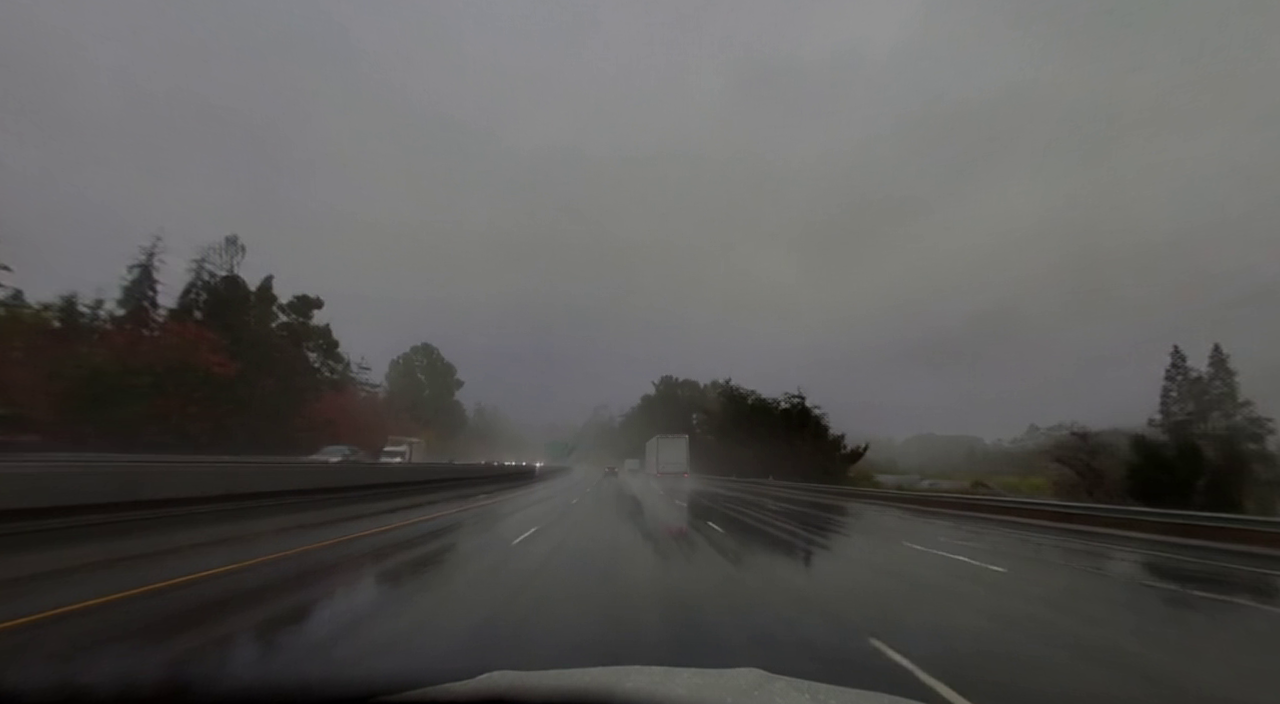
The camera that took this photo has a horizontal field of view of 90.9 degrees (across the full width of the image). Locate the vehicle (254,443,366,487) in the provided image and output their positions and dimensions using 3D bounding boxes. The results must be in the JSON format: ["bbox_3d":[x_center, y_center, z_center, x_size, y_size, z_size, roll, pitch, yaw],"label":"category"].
[{"bbox_3d":[-12.265,4.276,23.796,1.858,1.451,4.401,1,-11,-1],"label":"vehicle"}]

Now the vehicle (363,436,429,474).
[{"bbox_3d":[-16.675,7.175,43.419,2.228,2.396,5.865,1,-11,-1],"label":"vehicle"}]
